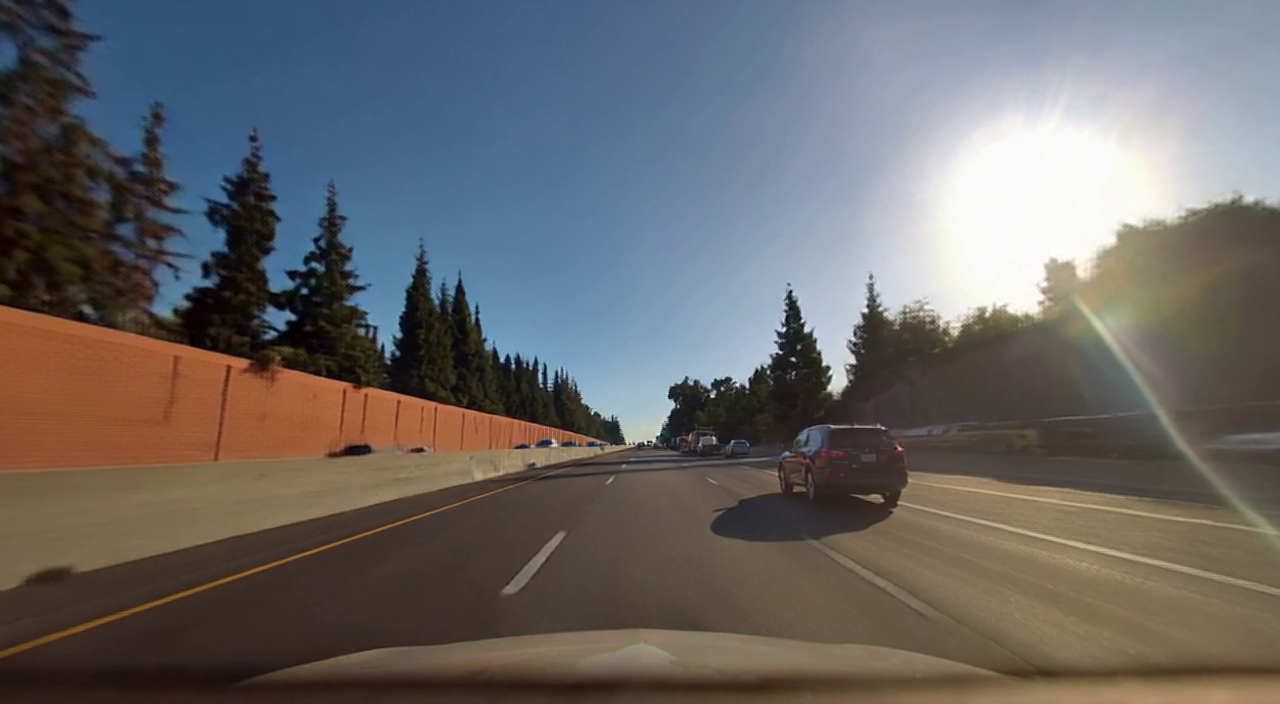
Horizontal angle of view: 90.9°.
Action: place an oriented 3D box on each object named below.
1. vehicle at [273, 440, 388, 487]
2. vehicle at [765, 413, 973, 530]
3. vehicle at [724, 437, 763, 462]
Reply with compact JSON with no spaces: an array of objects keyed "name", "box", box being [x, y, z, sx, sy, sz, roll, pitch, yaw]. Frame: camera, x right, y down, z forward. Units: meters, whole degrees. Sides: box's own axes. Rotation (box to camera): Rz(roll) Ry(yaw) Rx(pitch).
[{"name":"vehicle","box":[-10.831,3.925,22.495,1.829,1.484,4.385,0,-8,1]},{"name":"vehicle","box":[4.011,2.192,12.133,2.190,1.783,4.637,0,-8,-1]},{"name":"vehicle","box":[7.824,7.394,48.099,2.066,1.795,4.674,0,-8,-1]}]
